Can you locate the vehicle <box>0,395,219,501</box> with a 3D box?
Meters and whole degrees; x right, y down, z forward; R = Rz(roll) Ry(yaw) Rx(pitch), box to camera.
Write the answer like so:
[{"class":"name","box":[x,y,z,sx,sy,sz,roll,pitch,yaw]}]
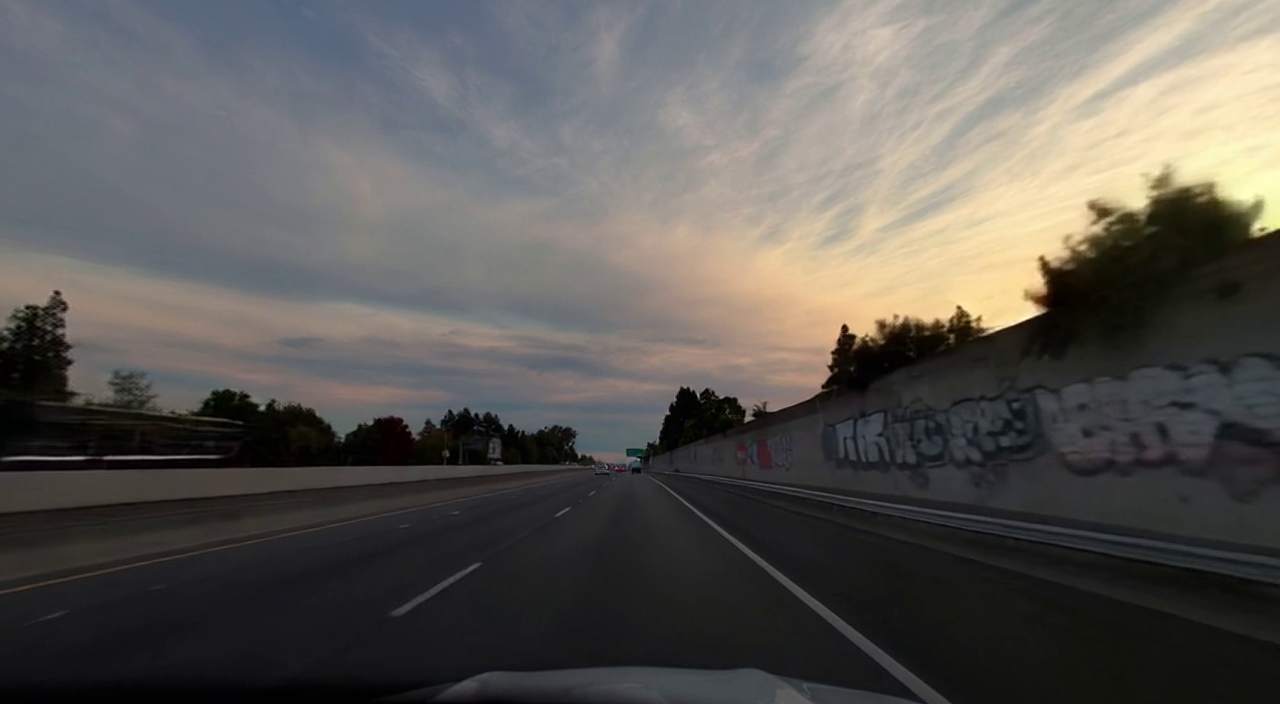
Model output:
[{"class":"vehicle","box":[-17.976,3.114,19.820,3.126,2.663,9.061,1,-10,0]}]
